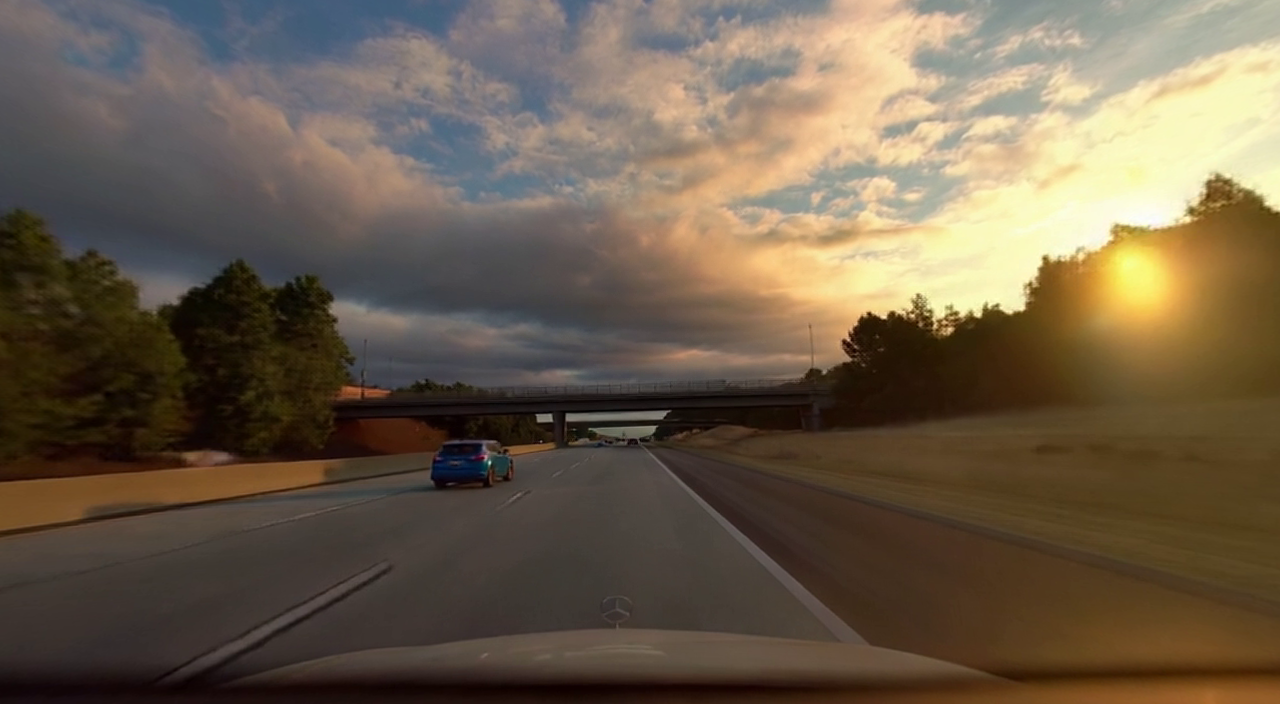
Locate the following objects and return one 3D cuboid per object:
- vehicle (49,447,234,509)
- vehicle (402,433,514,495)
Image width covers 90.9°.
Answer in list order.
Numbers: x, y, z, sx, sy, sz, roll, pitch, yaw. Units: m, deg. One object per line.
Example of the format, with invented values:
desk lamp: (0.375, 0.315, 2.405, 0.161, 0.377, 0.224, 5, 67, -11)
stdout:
vehicle: (-13.769, 3.449, 17.815, 1.813, 1.437, 4.270, 0, -8, -1)
vehicle: (-4.882, 3.011, 17.496, 1.965, 1.513, 3.774, 0, -8, 0)
